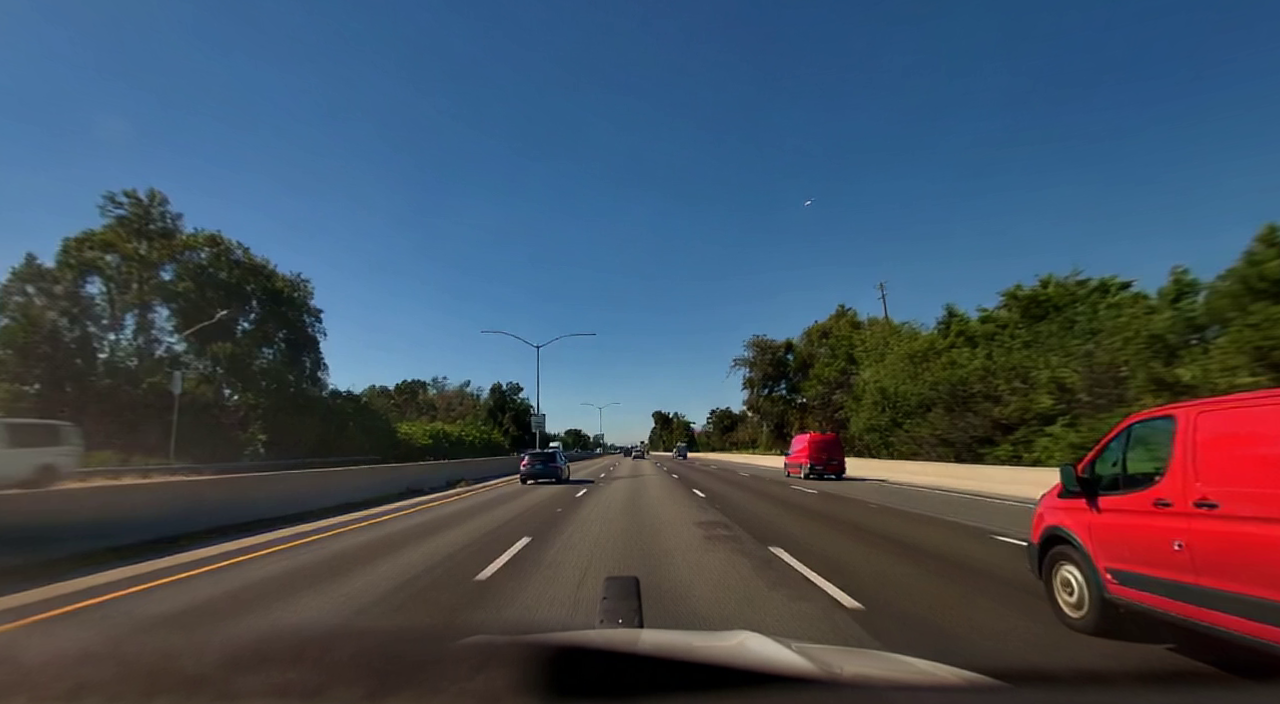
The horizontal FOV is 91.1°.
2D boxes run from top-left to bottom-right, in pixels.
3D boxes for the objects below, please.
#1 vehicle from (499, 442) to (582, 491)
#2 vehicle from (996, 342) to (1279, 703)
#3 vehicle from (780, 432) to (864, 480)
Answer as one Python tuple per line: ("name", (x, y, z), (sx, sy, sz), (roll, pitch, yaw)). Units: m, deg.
("vehicle", (-3.397, 3.997, 22.365), (2.160, 1.530, 4.500), (-1, -9, 1))
("vehicle", (3.810, 0.770, 2.476), (2.169, 1.685, 4.417), (0, -9, 0))
("vehicle", (7.959, 4.619, 28.078), (2.133, 1.933, 4.986), (0, -9, -1))
